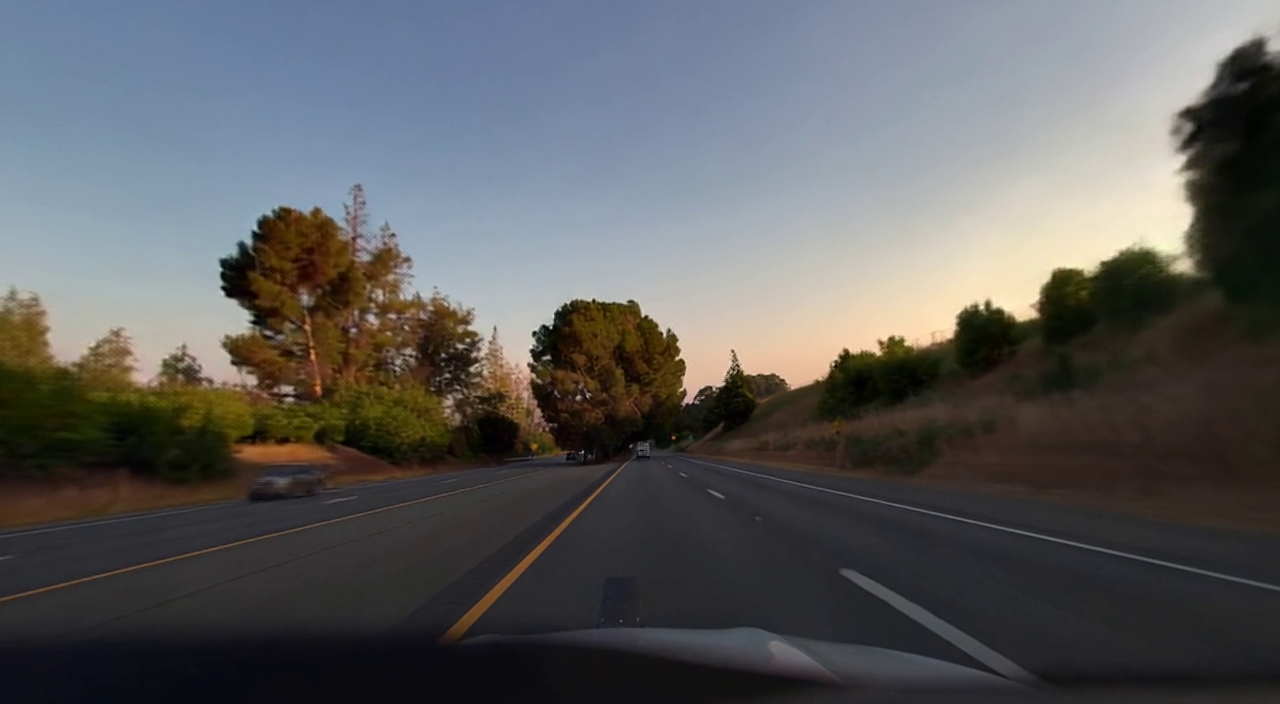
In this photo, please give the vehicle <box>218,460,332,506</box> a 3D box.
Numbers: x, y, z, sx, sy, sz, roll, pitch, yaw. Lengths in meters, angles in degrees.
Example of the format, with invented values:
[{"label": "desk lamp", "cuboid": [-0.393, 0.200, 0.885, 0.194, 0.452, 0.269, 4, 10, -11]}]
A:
[{"label": "vehicle", "cuboid": [-14.199, 5.082, 24.892, 1.852, 1.514, 4.446, 0, -9, 0]}]
